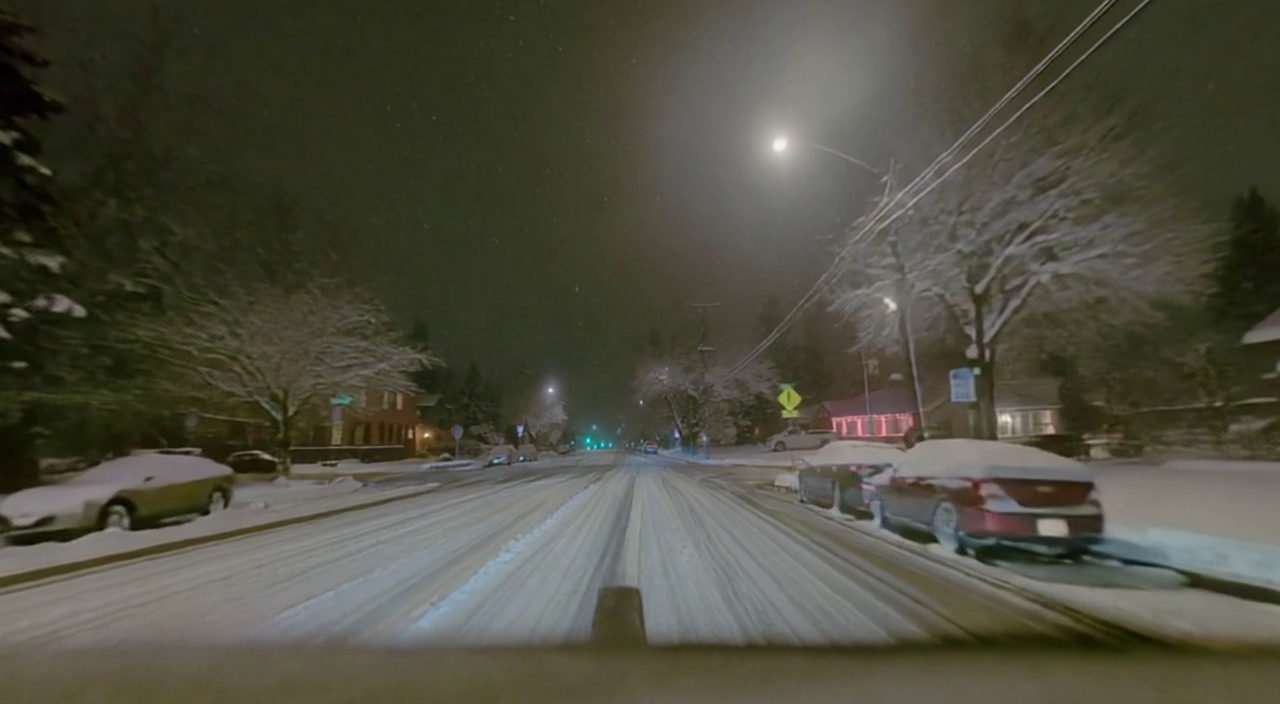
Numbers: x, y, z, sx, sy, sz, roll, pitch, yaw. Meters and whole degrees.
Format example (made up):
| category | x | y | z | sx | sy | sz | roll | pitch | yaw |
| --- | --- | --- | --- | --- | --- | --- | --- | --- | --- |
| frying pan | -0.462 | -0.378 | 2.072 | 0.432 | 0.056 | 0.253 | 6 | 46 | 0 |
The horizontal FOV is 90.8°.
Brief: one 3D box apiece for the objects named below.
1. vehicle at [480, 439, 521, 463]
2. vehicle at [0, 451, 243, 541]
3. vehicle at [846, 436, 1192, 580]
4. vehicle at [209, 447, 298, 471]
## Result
| category | x | y | z | sx | sy | sz | roll | pitch | yaw |
| --- | --- | --- | --- | --- | --- | --- | --- | --- | --- |
| vehicle | -10.916 | 7.776 | 49.748 | 2.037 | 1.755 | 4.434 | 0 | -8 | 2 |
| vehicle | -10.845 | 2.857 | 13.258 | 1.949 | 1.457 | 4.581 | 0 | -8 | 1 |
| vehicle | 4.695 | 1.955 | 8.889 | 2.196 | 1.472 | 4.426 | 0 | -8 | 1 |
| vehicle | -24.466 | 6.770 | 40.120 | 4.197 | 1.431 | 2.165 | 0 | -8 | 0 |
